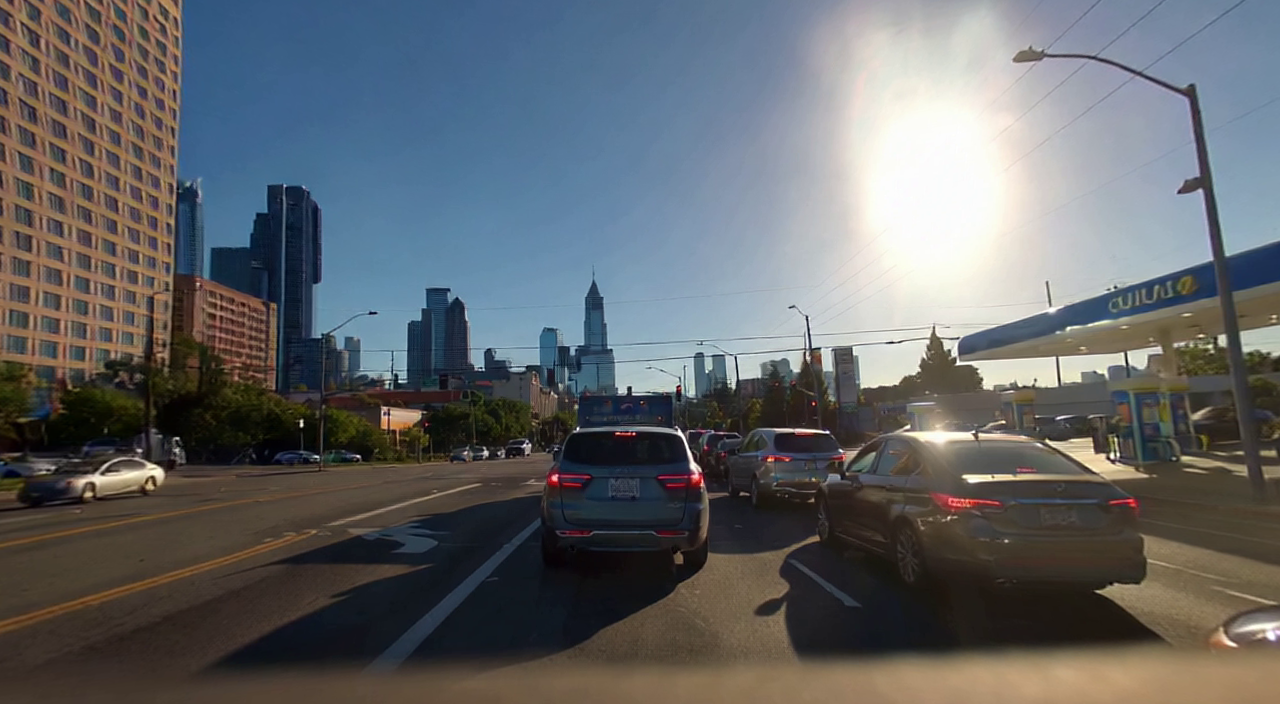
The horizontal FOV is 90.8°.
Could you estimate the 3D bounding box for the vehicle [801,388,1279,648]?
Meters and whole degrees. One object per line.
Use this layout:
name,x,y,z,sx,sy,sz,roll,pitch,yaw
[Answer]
vehicle,3.360,1.420,6.472,2.056,1.700,4.399,0,-9,-3

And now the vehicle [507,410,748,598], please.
vehicle,-0.150,1.612,7.463,2.106,1.613,3.697,0,-9,-1

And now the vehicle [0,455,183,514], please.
vehicle,-17.946,4.296,21.007,2.137,1.635,4.457,0,-9,0
